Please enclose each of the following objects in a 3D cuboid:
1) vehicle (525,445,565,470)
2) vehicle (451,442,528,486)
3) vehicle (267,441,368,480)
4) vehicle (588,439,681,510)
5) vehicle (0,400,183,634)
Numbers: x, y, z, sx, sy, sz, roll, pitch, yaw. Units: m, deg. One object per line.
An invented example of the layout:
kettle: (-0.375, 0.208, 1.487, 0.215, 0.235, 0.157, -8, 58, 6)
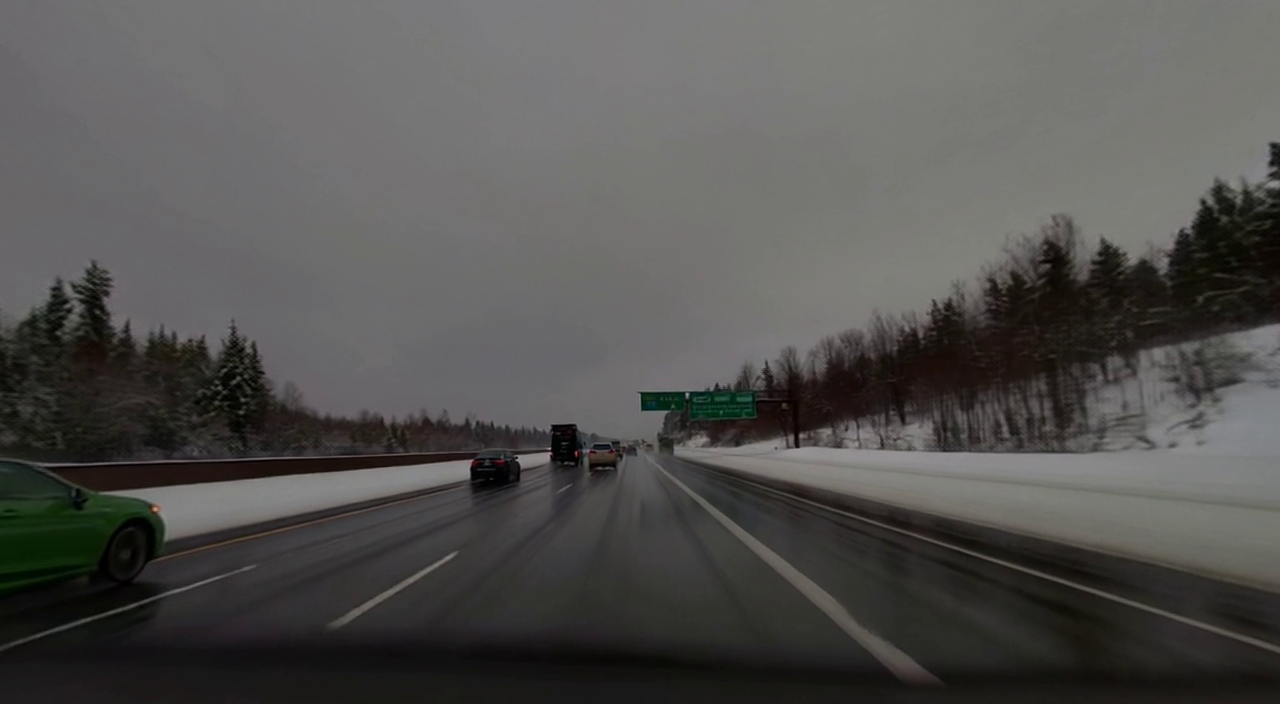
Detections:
vehicle: (-5.790, 6.454, 38.623, 1.814, 1.417, 3.860, 0, -9, 0)
vehicle: (-5.517, 4.157, 23.641, 1.892, 1.481, 4.180, 0, -9, 0)
vehicle: (-14.291, 4.822, 28.208, 2.121, 1.609, 4.678, 0, -9, -1)
vehicle: (-0.153, 2.823, 14.913, 1.940, 1.451, 3.512, 0, -9, -1)
vehicle: (-5.523, 1.115, 4.088, 2.058, 1.626, 4.118, 0, -9, -2)
